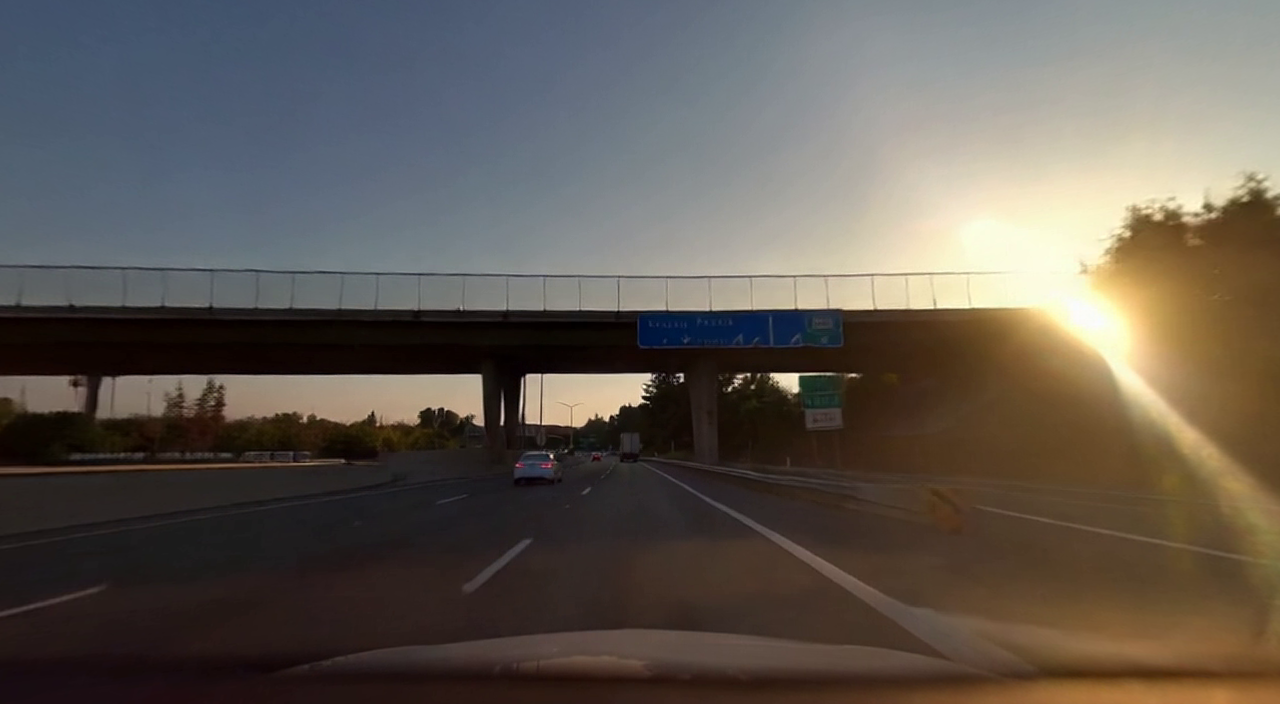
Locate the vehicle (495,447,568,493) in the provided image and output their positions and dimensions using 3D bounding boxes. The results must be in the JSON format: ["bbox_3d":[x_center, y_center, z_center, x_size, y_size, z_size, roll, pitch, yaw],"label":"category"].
[{"bbox_3d":[-4.053,4.476,24.212,2.070,1.564,4.145,0,-9,0],"label":"vehicle"}]
